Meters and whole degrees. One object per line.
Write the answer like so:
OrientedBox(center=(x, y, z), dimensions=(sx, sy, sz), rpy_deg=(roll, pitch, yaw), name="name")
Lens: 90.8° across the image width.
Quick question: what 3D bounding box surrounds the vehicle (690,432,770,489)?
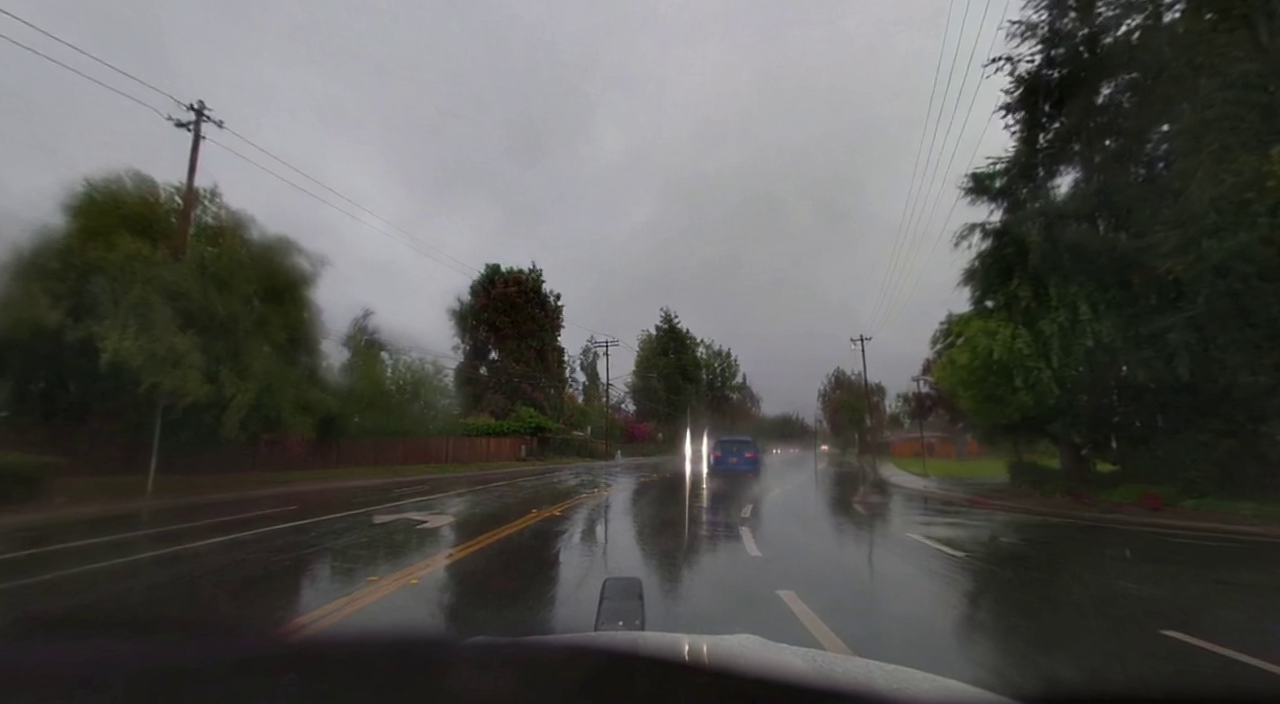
OrientedBox(center=(3.085, 3.552, 20.998), dimensions=(2.139, 1.699, 3.916), rpy_deg=(-2, -9, 15), name="vehicle")
